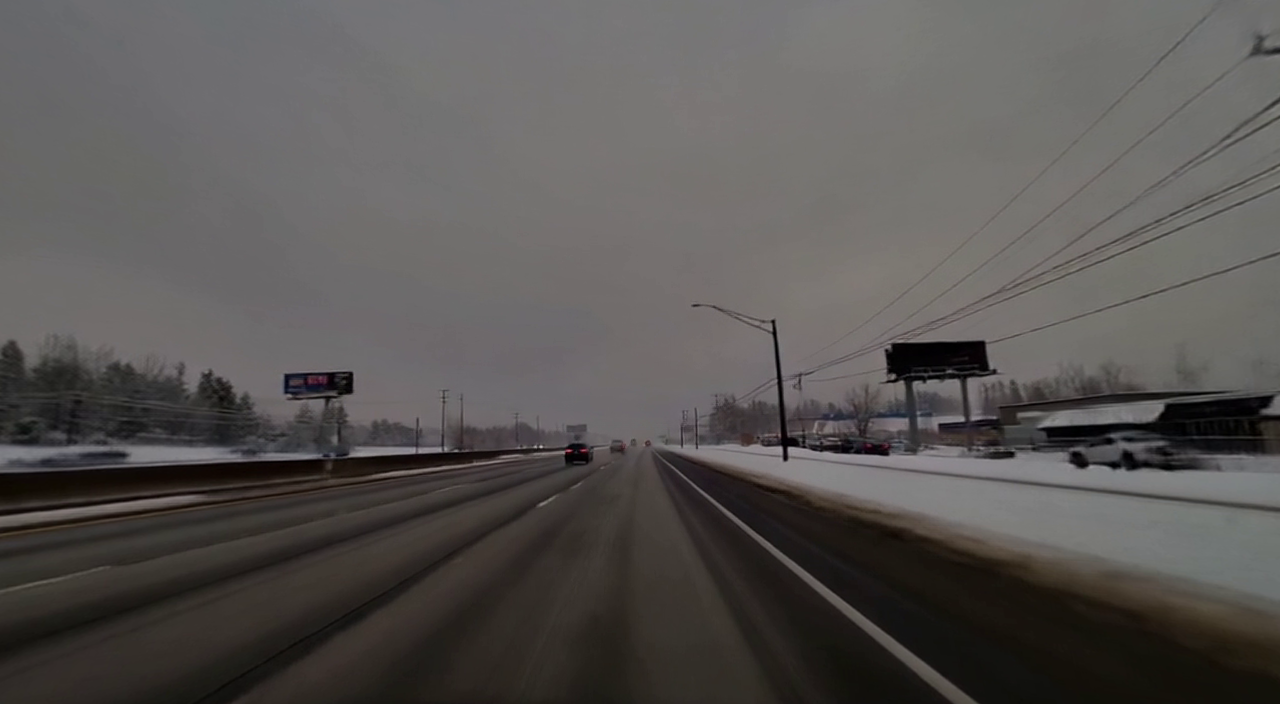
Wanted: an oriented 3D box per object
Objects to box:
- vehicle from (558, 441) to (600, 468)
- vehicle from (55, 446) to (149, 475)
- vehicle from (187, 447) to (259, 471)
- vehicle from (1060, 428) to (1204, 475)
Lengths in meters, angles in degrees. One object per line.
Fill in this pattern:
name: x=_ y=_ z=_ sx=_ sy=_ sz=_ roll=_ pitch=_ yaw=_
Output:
vehicle: x=-3.583 y=6.127 z=37.995 sx=1.940 sy=1.479 sz=4.545 roll=0 pitch=-8 yaw=1
vehicle: x=-33.046 y=6.636 z=39.015 sx=1.880 sy=1.650 sz=4.437 roll=0 pitch=-8 yaw=0
vehicle: x=-28.660 y=7.366 z=43.604 sx=1.860 sy=1.512 sz=4.369 roll=0 pitch=-9 yaw=1
vehicle: x=18.944 y=3.853 z=24.668 sx=1.842 sy=1.639 sz=4.554 roll=0 pitch=-8 yaw=-2
